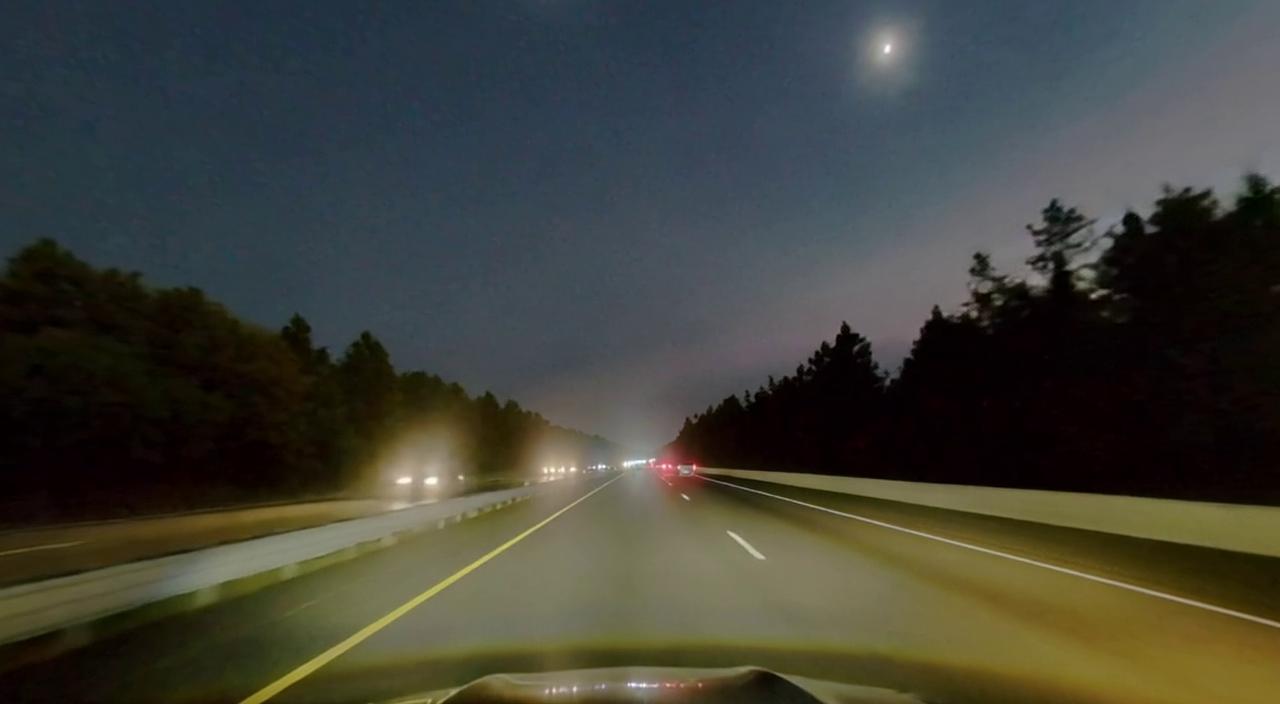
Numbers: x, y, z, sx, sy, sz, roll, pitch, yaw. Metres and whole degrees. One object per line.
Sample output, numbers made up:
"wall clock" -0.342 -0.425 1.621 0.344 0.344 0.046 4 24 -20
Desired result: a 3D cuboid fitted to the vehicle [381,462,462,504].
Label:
"vehicle" -7.929 4.780 23.215 1.680 1.405 3.585 1 -10 0
